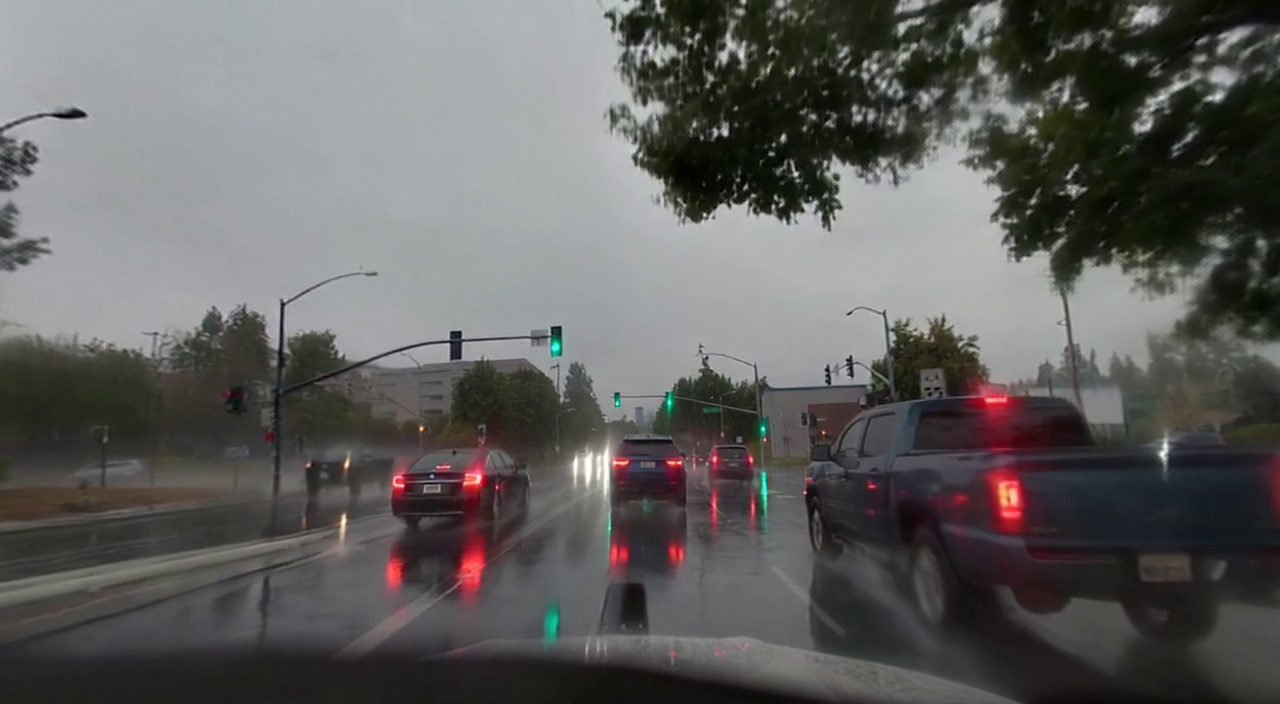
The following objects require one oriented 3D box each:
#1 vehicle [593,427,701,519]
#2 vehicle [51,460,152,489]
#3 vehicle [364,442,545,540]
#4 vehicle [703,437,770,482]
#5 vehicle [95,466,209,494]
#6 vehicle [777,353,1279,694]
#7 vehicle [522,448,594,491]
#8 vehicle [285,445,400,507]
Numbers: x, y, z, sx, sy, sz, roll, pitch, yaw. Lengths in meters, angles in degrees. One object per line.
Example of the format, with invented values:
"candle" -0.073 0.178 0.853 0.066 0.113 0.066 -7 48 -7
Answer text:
"vehicle" 0.172 2.663 14.369 2.113 1.768 3.901 0 -8 1
"vehicle" -35.991 8.203 42.269 4.606 1.867 2.226 0 -11 -1
"vehicle" -3.207 2.480 12.082 1.909 1.476 4.751 0 -8 1
"vehicle" 4.369 4.982 29.563 2.408 1.908 5.355 0 -9 2
"vehicle" -29.353 7.703 38.045 5.100 1.533 2.032 0 -8 -1
"vehicle" 3.315 1.353 6.422 2.571 1.857 5.841 0 -8 1
"vehicle" -3.010 4.405 24.125 2.072 1.450 4.612 0 -8 1
"vehicle" -10.129 4.201 21.961 2.099 1.813 4.583 -1 -8 -5
